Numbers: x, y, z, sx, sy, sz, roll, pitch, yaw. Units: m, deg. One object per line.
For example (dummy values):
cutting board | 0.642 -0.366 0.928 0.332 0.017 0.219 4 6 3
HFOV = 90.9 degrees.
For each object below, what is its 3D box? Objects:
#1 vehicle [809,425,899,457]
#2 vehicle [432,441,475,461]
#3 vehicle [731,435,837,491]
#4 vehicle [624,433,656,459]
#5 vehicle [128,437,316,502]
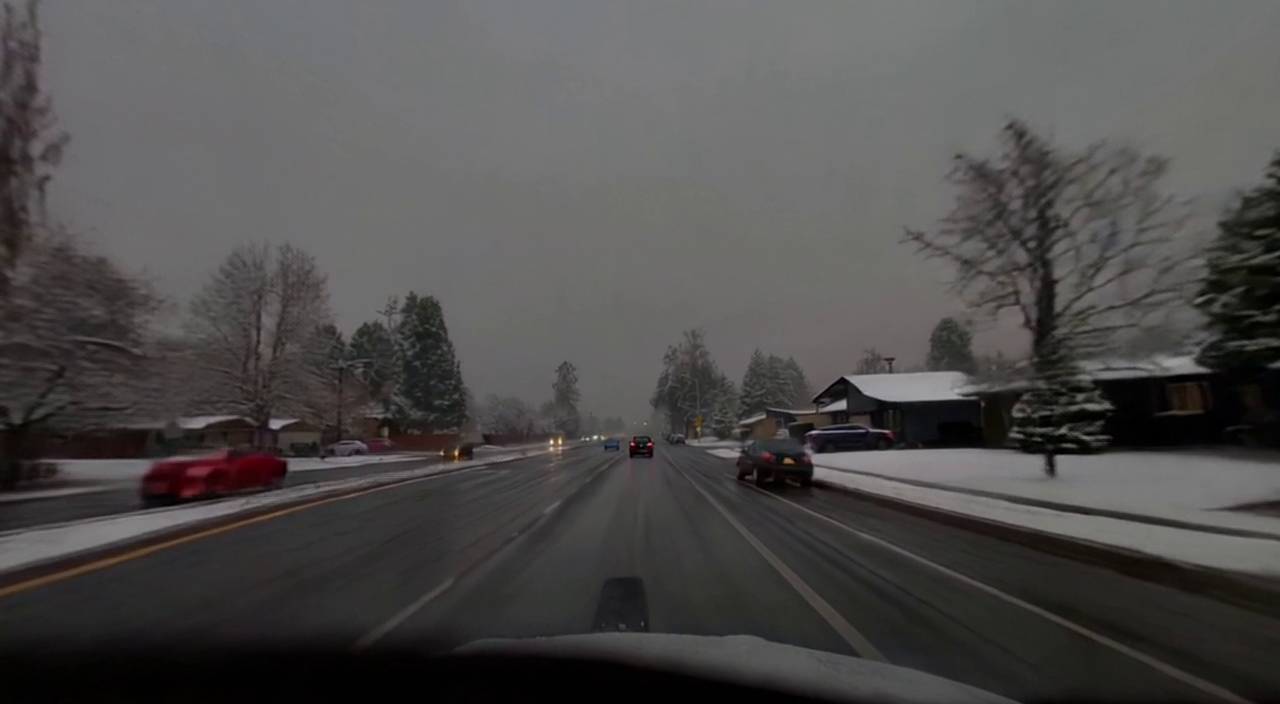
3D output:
vehicle | 11.515 4.820 34.157 4.230 1.551 1.801 -2 -8 4
vehicle | -14.069 7.476 47.792 1.937 1.386 4.354 -1 -8 1
vehicle | 4.252 3.355 19.501 2.080 1.469 4.898 0 -8 -1
vehicle | 0.044 6.259 42.095 2.024 1.655 4.301 0 -8 0
vehicle | -11.156 3.141 17.339 1.992 1.518 4.592 -1 -8 1
